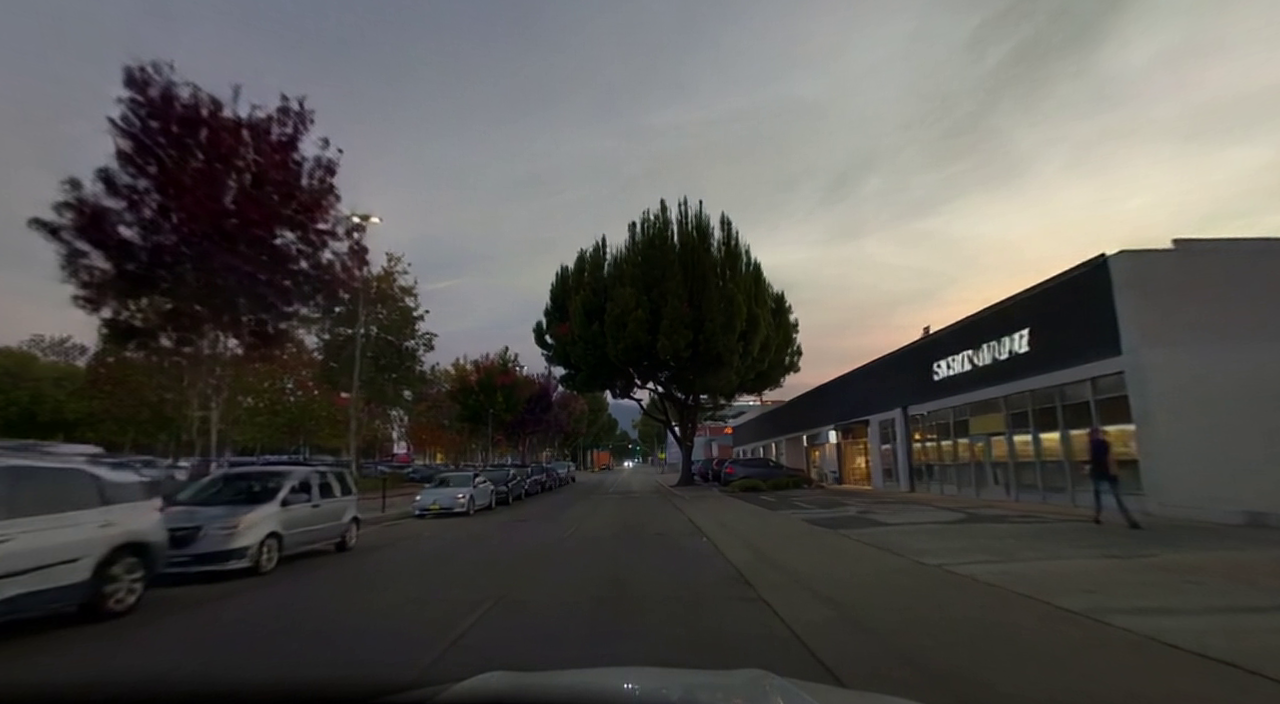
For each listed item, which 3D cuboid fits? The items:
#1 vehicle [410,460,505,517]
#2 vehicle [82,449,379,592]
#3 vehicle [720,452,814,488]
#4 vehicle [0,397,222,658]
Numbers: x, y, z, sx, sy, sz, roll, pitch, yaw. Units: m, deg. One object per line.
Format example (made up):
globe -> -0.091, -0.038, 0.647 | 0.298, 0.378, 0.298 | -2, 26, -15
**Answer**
vehicle -> -5.889, 4.464, 20.916 | 1.832, 1.623, 4.424 | 1, -11, 0
vehicle -> -5.873, 2.446, 9.821 | 1.777, 1.687, 4.116 | 1, -11, 0
vehicle -> 6.252, 5.859, 31.348 | 4.193, 1.665, 1.924 | 1, -11, -2
vehicle -> -5.997, 1.385, 5.026 | 1.990, 2.011, 4.765 | 1, -11, 0
